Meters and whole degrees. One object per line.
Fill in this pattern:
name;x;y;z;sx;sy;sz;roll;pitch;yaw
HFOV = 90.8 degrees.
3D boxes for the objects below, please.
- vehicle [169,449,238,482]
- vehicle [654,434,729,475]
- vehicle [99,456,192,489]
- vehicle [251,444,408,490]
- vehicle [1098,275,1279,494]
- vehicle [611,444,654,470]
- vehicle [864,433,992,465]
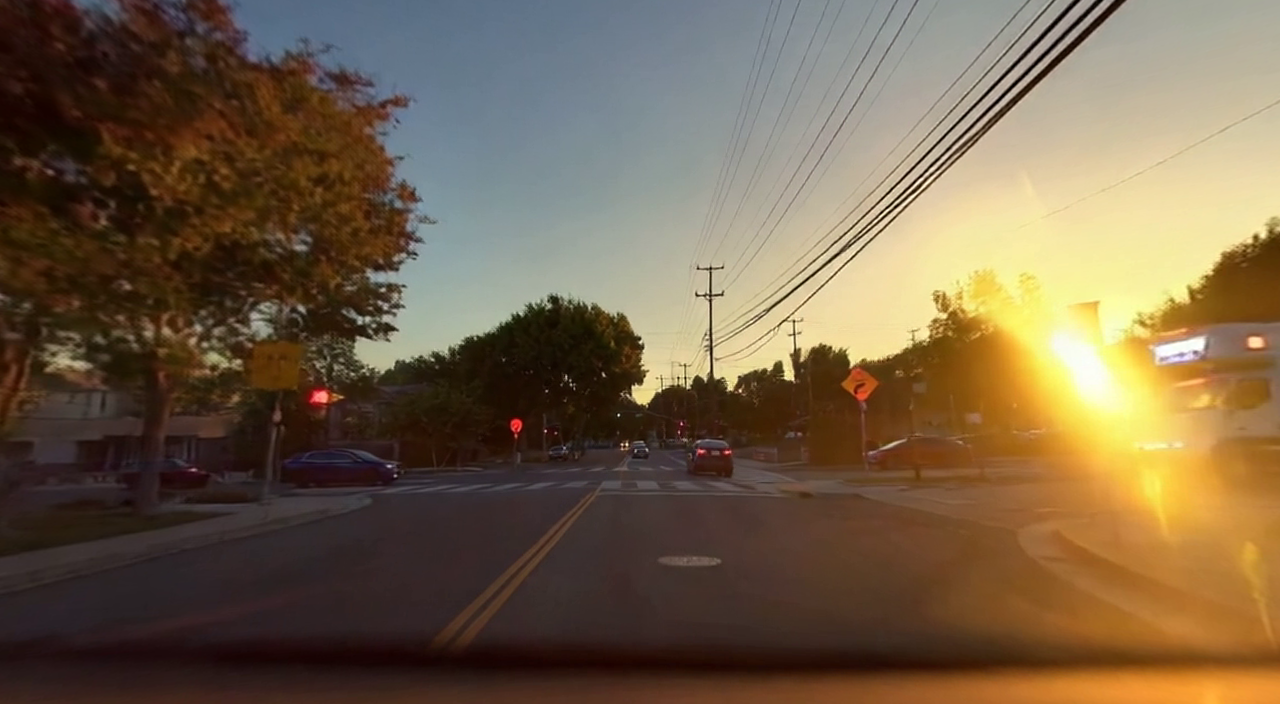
vehicle;-30.339;7.854;44.088;2.087;2.103;4.490;0;-9;-9
vehicle;2.476;5.200;32.231;2.553;1.868;5.536;1;-9;-9
vehicle;-29.251;7.108;37.619;2.085;1.763;4.658;1;-9;-6
vehicle;-13.843;5.127;28.523;5.866;1.904;2.197;1;-9;-6
vehicle;15.125;0.749;12.461;9.897;3.821;2.789;0;-8;-1
vehicle;-0.519;6.166;37.453;1.874;1.427;3.976;1;-9;-11
vehicle;13.023;4.419;28.803;4.872;1.400;1.955;-1;-9;3
